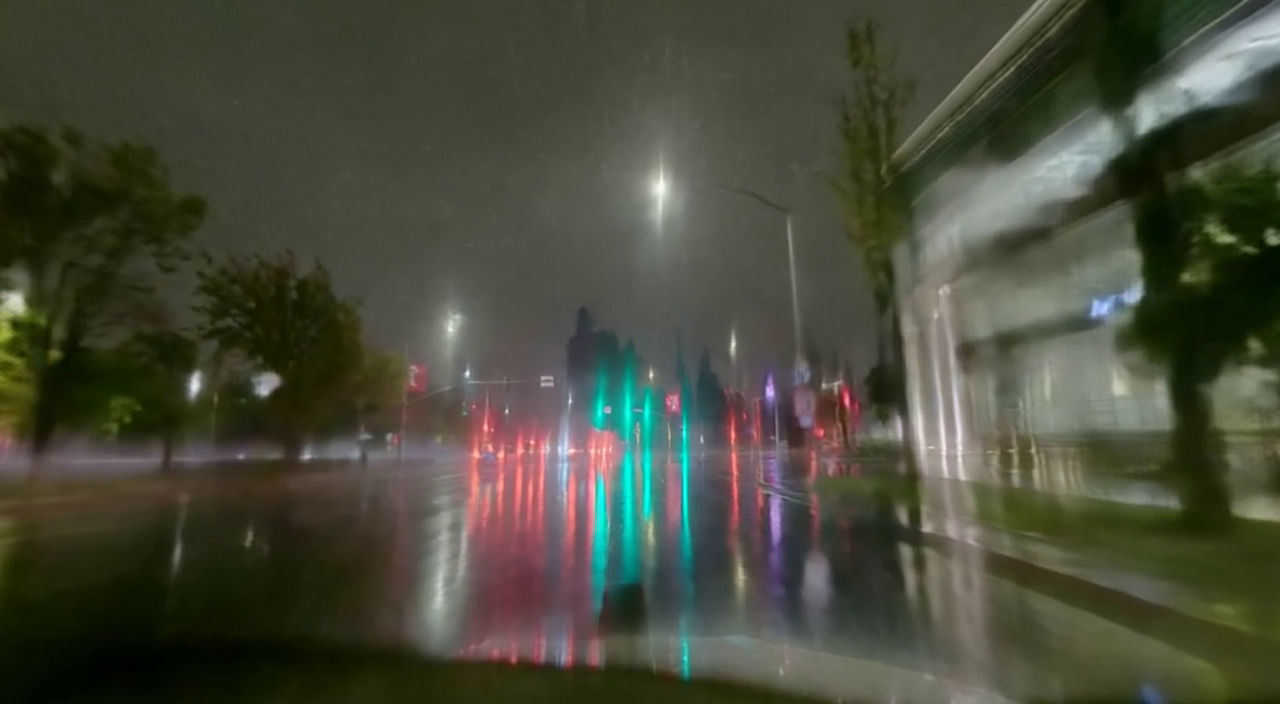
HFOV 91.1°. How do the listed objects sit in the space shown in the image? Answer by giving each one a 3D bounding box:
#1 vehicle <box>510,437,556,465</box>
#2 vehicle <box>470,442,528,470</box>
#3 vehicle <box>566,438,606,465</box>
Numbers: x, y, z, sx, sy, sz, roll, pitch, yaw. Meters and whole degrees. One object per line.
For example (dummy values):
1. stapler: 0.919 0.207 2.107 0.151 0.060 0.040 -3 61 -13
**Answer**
1. vehicle: -7.224 6.778 43.018 2.152 1.813 4.751 0 -9 2
2. vehicle: -7.713 5.732 34.798 2.030 1.440 4.464 0 -9 2
3. vehicle: -3.403 6.353 40.164 2.043 1.636 4.320 0 -9 2
